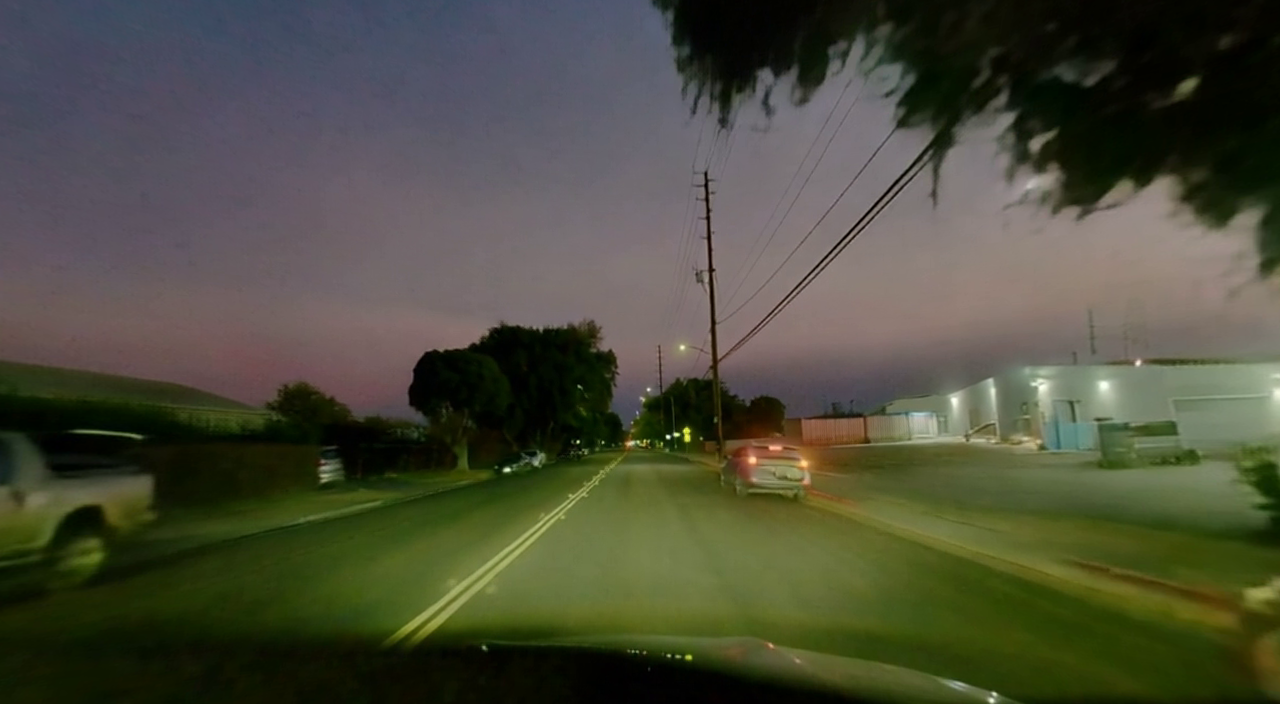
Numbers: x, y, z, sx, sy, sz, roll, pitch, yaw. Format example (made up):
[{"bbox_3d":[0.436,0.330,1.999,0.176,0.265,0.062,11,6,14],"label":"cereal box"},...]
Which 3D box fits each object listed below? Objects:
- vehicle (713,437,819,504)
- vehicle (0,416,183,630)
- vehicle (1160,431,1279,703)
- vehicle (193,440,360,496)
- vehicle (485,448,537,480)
[{"bbox_3d":[3.107,2.986,16.377,1.843,1.495,3.930,0,-8,-1],"label":"vehicle"},{"bbox_3d":[-6.602,1.526,5.404,2.059,1.831,4.590,-3,-8,-1],"label":"vehicle"},{"bbox_3d":[3.430,0.761,0.776,1.802,1.382,4.300,0,-8,-2],"label":"vehicle"},{"bbox_3d":[-12.464,3.982,21.916,4.502,1.813,1.948,0,-8,-1],"label":"vehicle"},{"bbox_3d":[-6.768,5.911,33.590,1.815,1.402,4.559,-4,-8,-2],"label":"vehicle"}]
